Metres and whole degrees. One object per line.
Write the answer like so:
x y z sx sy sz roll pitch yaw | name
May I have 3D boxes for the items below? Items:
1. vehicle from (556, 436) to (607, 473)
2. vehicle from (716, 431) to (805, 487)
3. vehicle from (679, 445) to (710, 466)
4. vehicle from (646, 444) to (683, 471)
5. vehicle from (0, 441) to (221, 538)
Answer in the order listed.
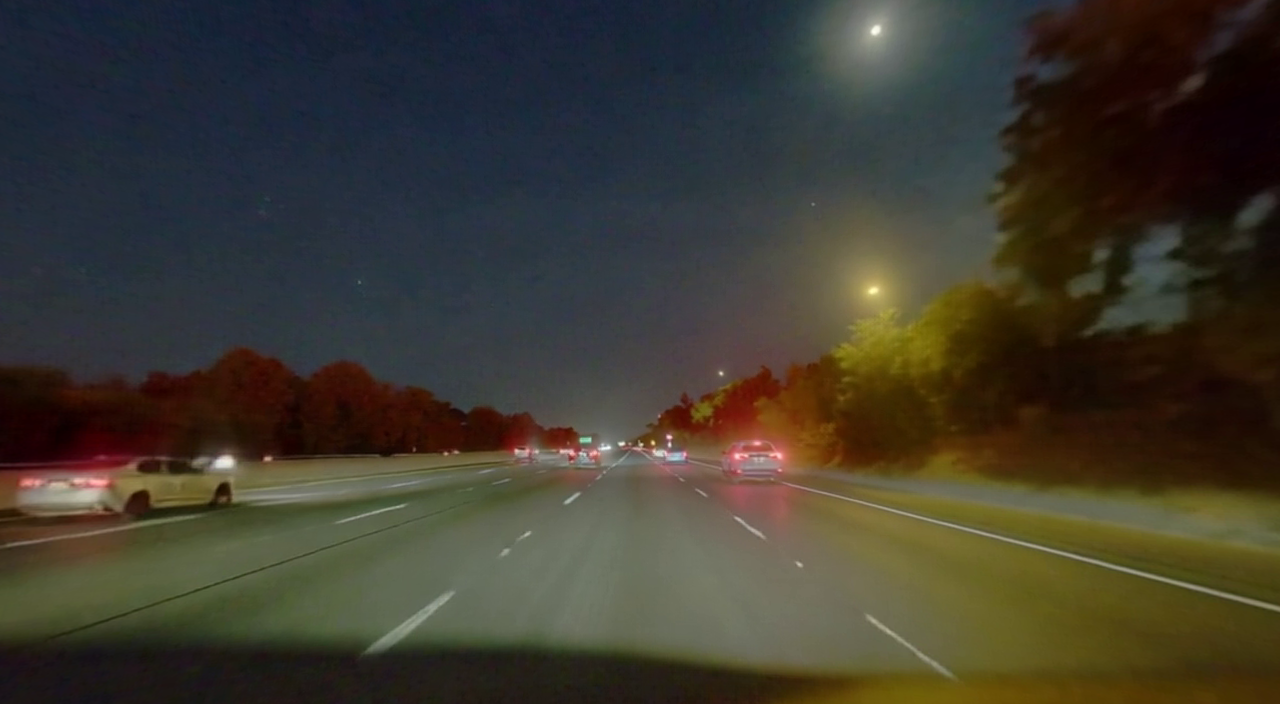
-3.292 5.952 36.687 2.449 1.929 5.503 0 -9 0 | vehicle
4.189 3.817 22.799 2.218 1.776 4.807 0 -9 0 | vehicle
4.062 7.815 47.700 1.929 1.485 4.482 0 -9 0 | vehicle
1.446 6.382 38.312 2.126 1.529 4.438 -1 -9 1 | vehicle
-10.660 2.482 12.090 1.974 1.472 4.684 0 -9 0 | vehicle
